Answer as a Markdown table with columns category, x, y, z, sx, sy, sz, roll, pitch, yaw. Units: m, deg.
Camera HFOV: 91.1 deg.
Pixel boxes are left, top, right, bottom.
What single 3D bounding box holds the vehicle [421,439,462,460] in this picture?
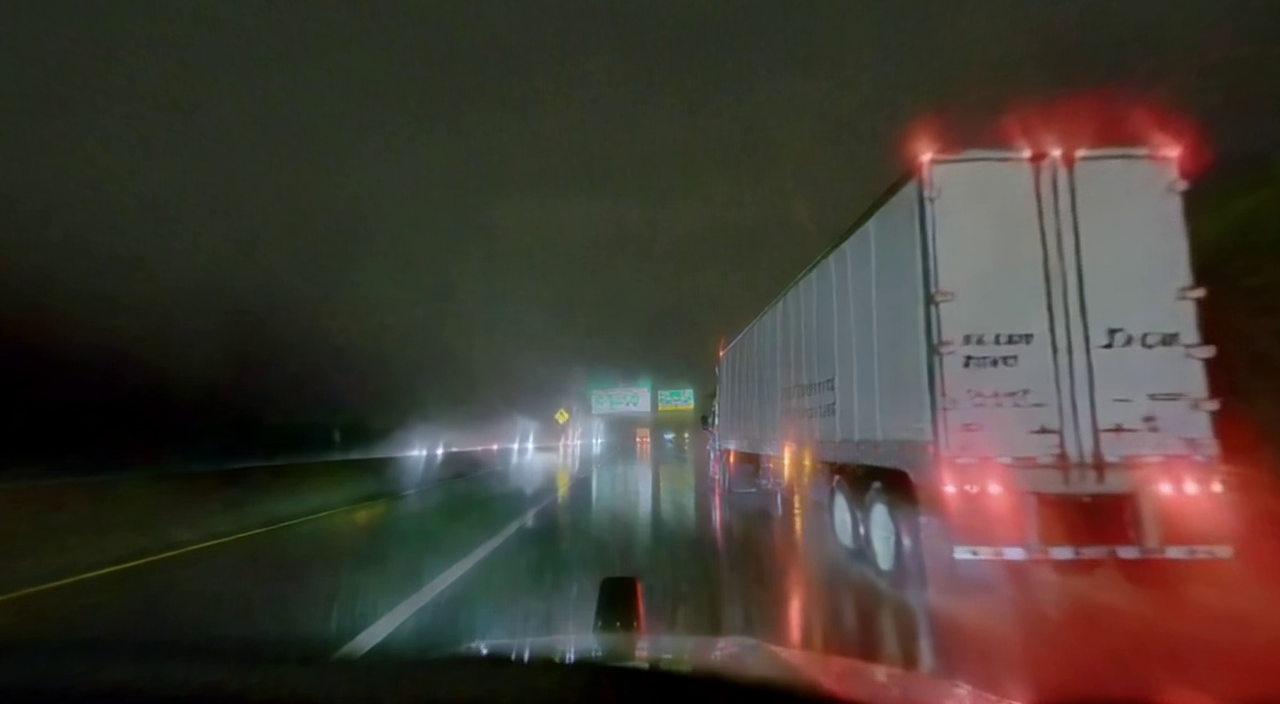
| category | x | y | z | sx | sy | sz | roll | pitch | yaw |
| --- | --- | --- | --- | --- | --- | --- | --- | --- | --- |
| vehicle | -15.561 | 7.657 | 49.398 | 1.900 | 1.538 | 4.026 | 0 | -8 | 0 |
